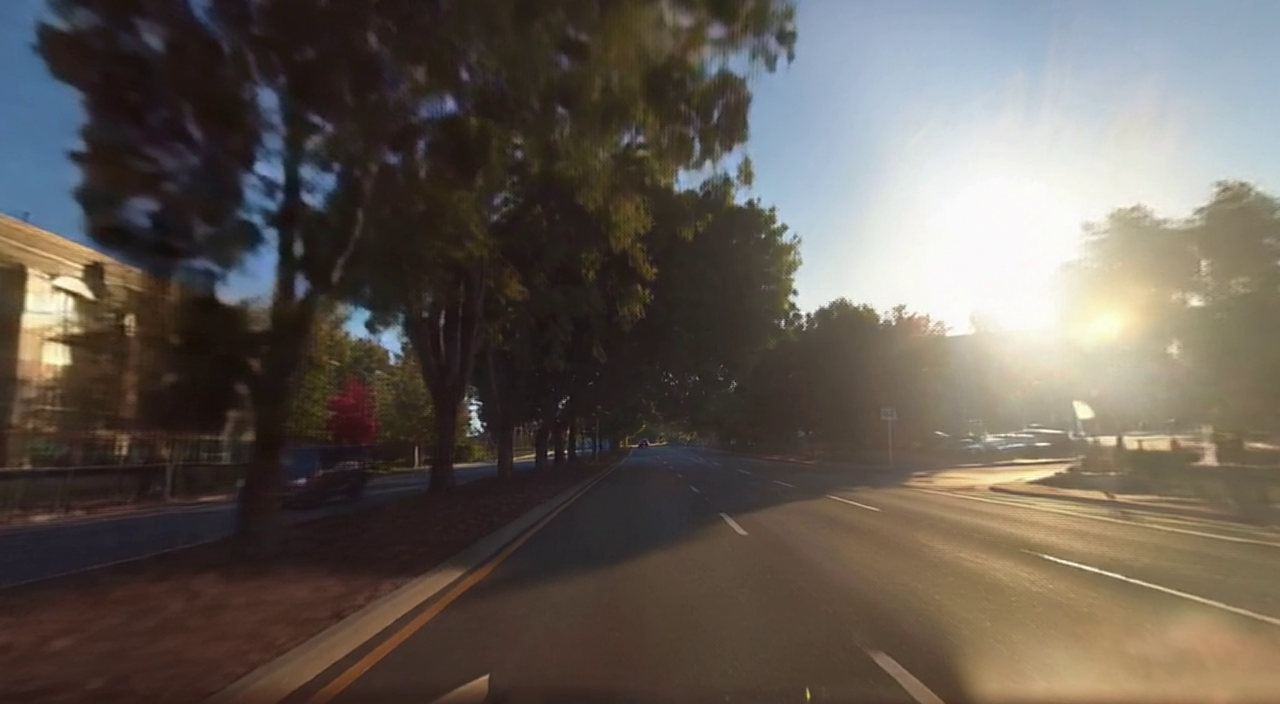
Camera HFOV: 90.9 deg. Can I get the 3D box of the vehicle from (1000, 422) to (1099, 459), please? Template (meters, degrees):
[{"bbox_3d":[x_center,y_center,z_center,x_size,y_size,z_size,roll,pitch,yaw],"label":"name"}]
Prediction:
[{"bbox_3d":[27.899,6.097,43.296,2.186,2.298,5.989,1,-8,-7],"label":"vehicle"}]

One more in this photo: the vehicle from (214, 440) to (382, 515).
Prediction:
[{"bbox_3d":[-8.526,3.114,16.278,1.948,1.647,4.275,0,-8,0],"label":"vehicle"}]
